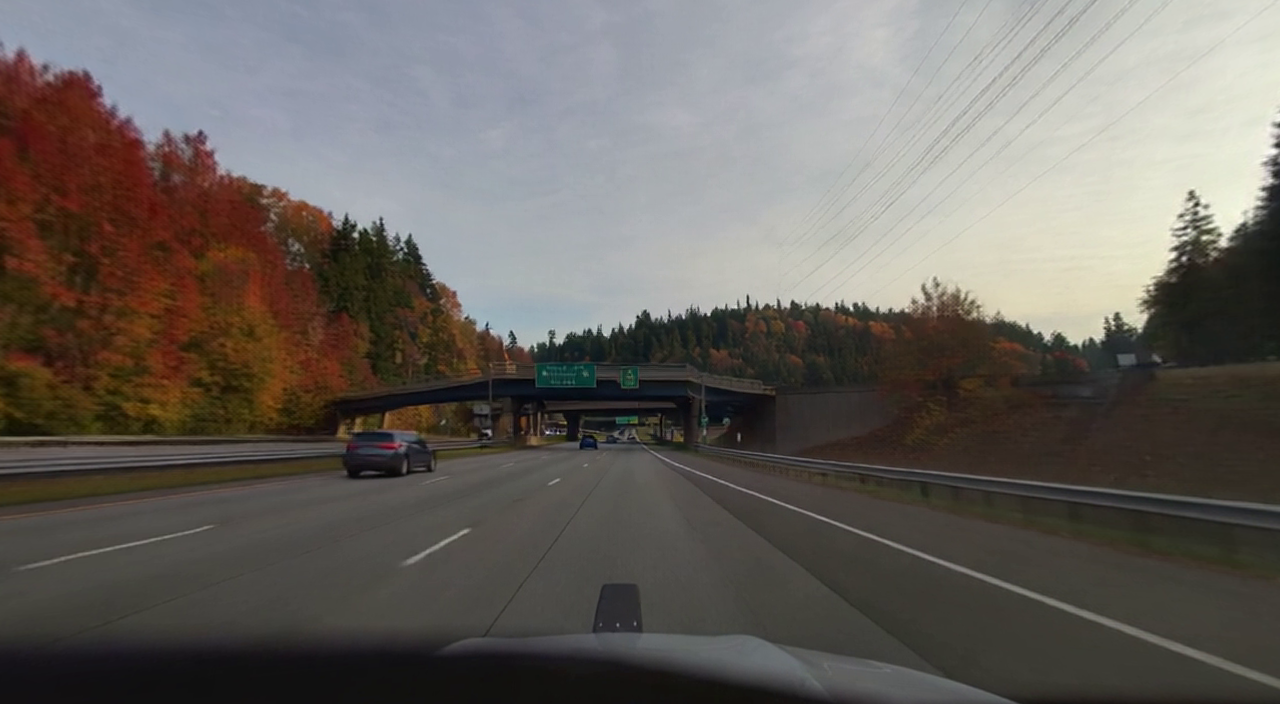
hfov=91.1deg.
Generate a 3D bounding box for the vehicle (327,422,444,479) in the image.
[{"bbox_3d":[-8.203,3.212,20.826,1.987,1.677,4.580,0,-8,0],"label":"vehicle"}]
